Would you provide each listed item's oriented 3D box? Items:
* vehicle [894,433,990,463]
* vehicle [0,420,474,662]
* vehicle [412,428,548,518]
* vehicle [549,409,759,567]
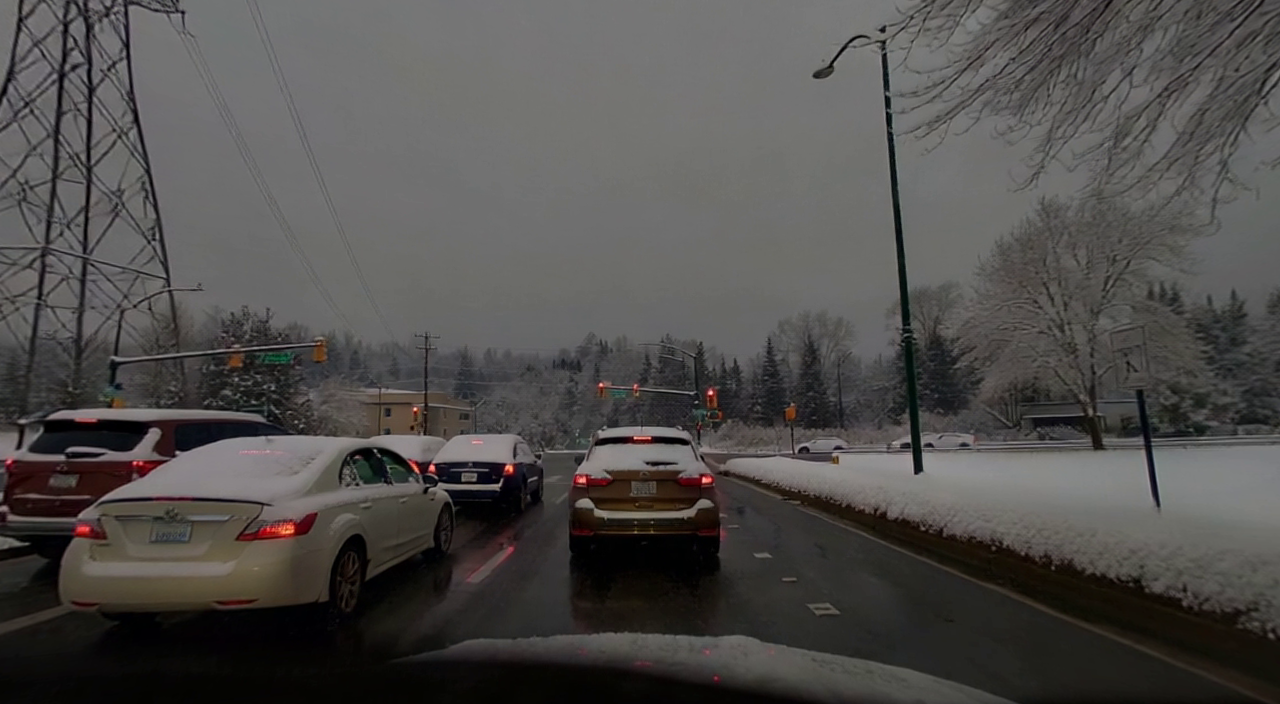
[{"bbox_3d":[15.092,4.807,31.696,3.858,1.437,1.899,0,-8,-4],"label":"vehicle"},{"bbox_3d":[-3.166,1.493,6.189,1.973,1.469,4.448,0,-8,-1],"label":"vehicle"},{"bbox_3d":[-3.252,2.523,13.661,1.997,1.636,3.760,0,-8,-1],"label":"vehicle"},{"bbox_3d":[0.086,1.759,8.922,2.239,1.661,4.224,0,-8,-2],"label":"vehicle"}]
